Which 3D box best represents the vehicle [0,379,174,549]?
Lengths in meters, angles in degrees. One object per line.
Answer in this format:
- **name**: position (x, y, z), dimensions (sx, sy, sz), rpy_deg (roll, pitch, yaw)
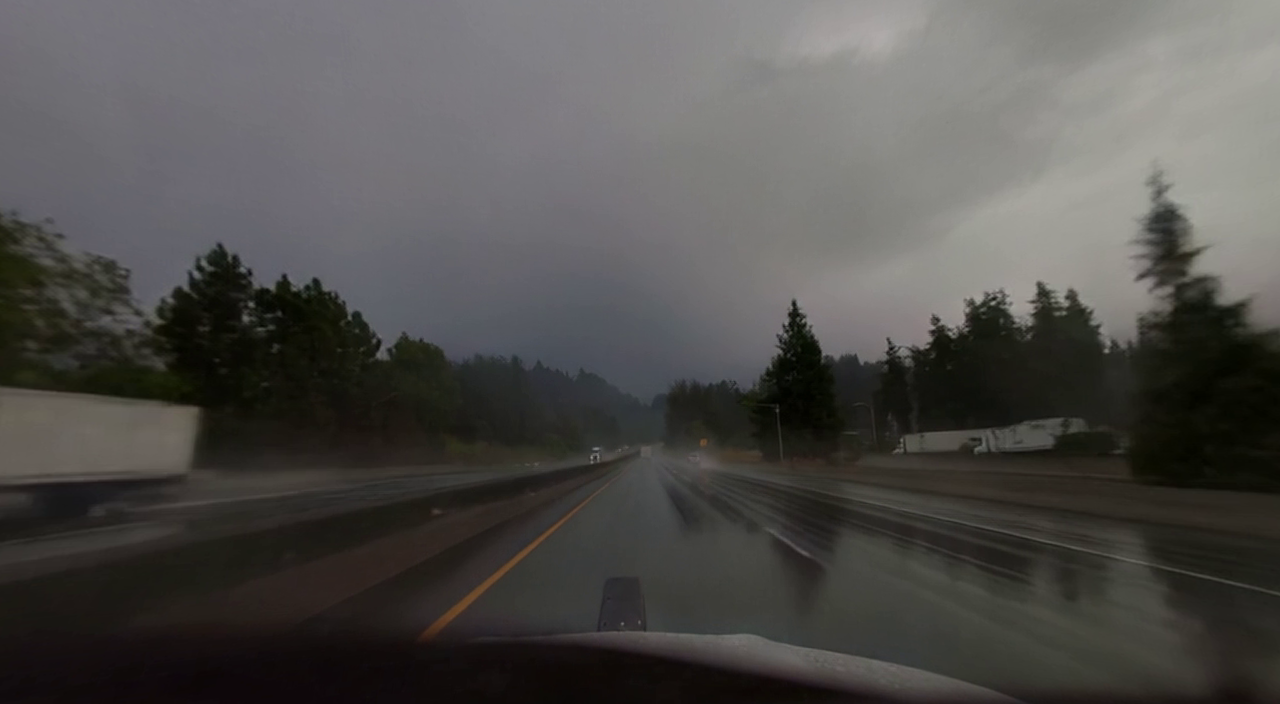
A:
- **vehicle**: position (-12.759, 2.049, 11.586), dimensions (2.901, 2.963, 6.971), rpy_deg (0, -9, 1)
